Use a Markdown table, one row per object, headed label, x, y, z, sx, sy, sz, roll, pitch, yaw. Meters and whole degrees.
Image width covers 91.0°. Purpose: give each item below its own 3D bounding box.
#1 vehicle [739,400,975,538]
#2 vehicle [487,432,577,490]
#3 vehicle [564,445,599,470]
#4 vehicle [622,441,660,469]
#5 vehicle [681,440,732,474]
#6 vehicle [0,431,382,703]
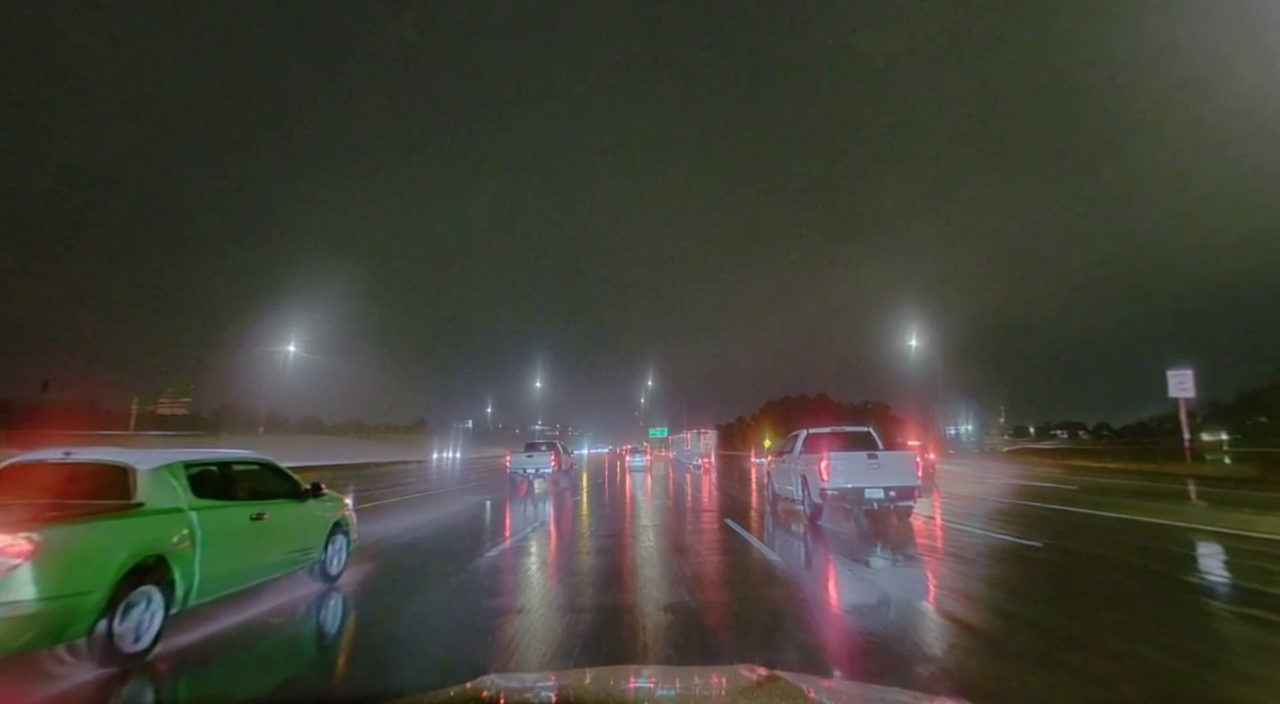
| label | x | y | z | sx | sy | sz | roll | pitch | yaw |
| --- | --- | --- | --- | --- | --- | --- | --- | --- | --- |
| vehicle | 3.506 | 2.069 | 11.709 | 2.340 | 1.925 | 5.529 | 0 | -9 | -1 |
| vehicle | -3.645 | 3.794 | 22.261 | 2.176 | 1.783 | 4.799 | 0 | -9 | 2 |
| vehicle | -3.645 | 6.639 | 39.852 | 1.907 | 1.484 | 3.954 | 0 | -9 | -1 |
| vehicle | 0.049 | 6.234 | 38.108 | 2.147 | 1.572 | 4.094 | 0 | -9 | 0 |
| vehicle | 3.467 | 5.582 | 33.731 | 2.145 | 1.636 | 4.437 | 1 | -9 | -1 |
| vehicle | -3.860 | 1.356 | 4.752 | 1.947 | 1.424 | 4.264 | 0 | -9 | 1 |
